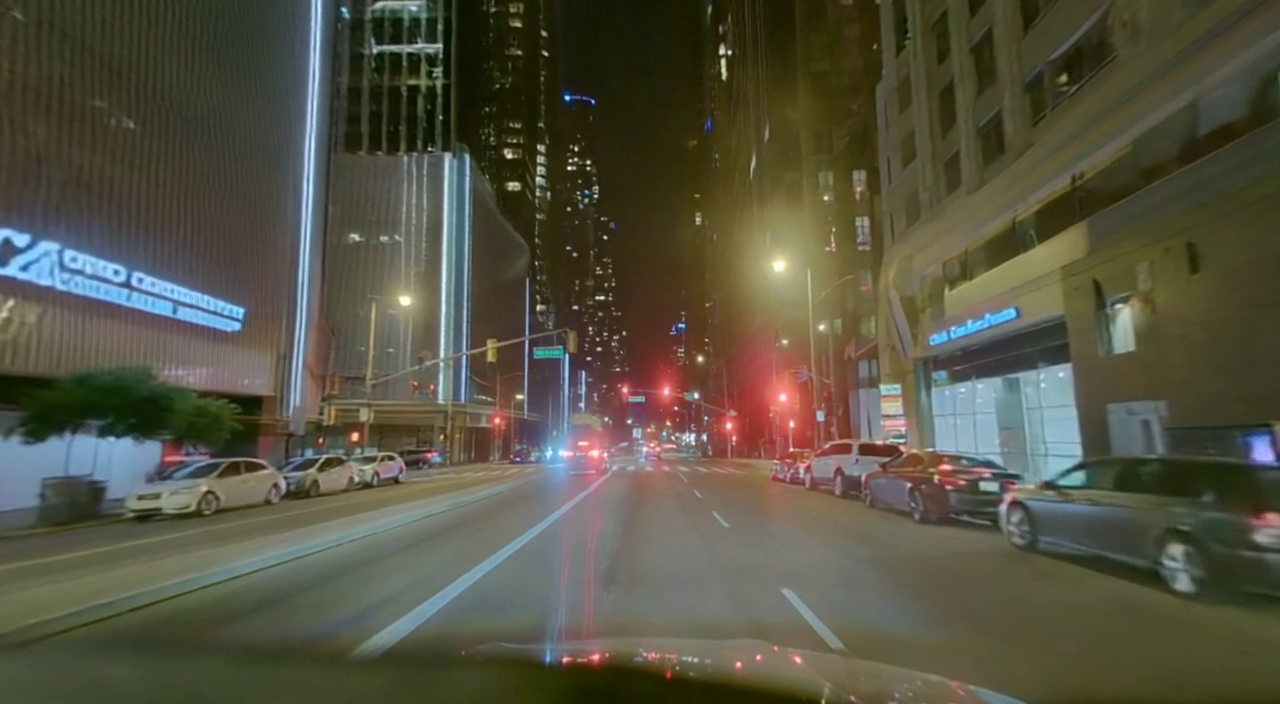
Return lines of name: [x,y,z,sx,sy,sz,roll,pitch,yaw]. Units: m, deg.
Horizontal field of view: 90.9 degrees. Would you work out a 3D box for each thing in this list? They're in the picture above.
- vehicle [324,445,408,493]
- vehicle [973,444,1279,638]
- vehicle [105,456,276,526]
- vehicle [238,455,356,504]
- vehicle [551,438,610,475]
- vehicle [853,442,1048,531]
vehicle: [-12.086,5.129,28.103,1.890,1.781,4.331,-5,-8,-2]
vehicle: [5.885,1.758,6.959,1.967,1.460,4.558,0,-8,1]
vehicle: [-12.190,3.734,17.485,1.845,1.493,4.107,-4,-8,-2]
vehicle: [-12.133,4.500,22.708,1.808,1.475,4.550,0,-8,-2]
vehicle: [-2.564,4.624,28.219,2.014,1.480,4.780,0,-8,2]
vehicle: [5.962,2.582,12.830,1.760,1.471,4.453,0,-8,1]
